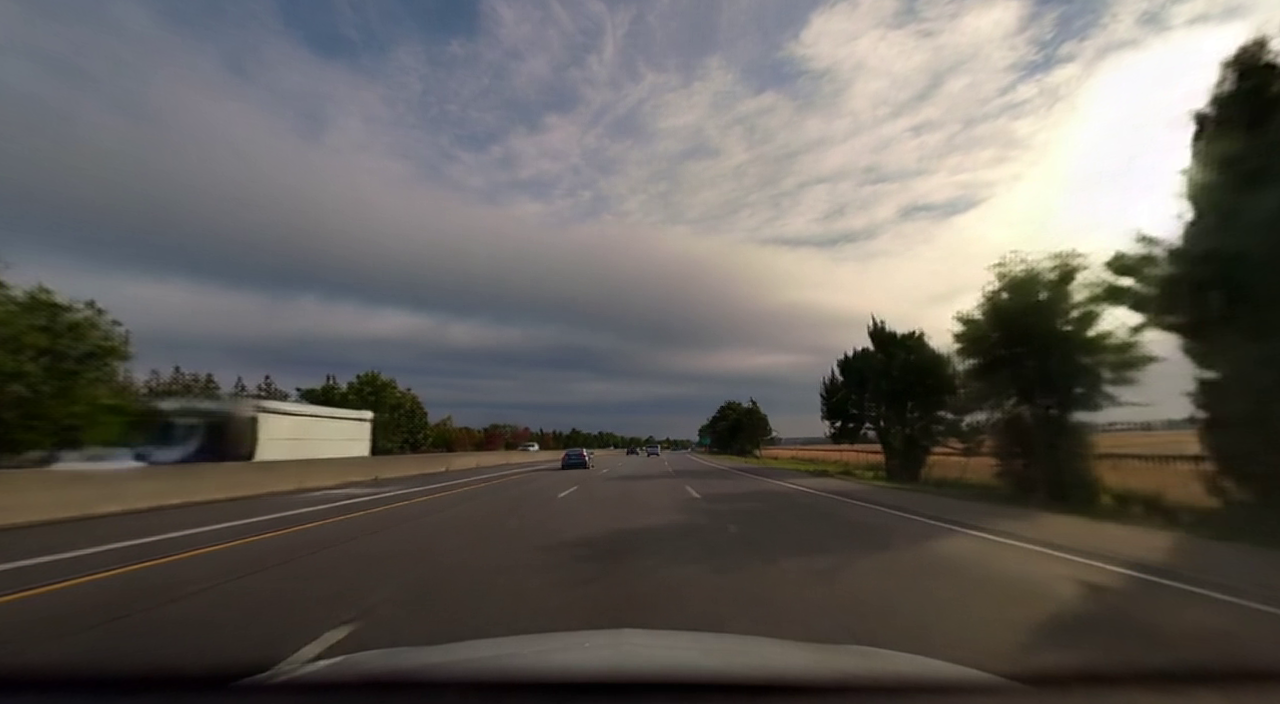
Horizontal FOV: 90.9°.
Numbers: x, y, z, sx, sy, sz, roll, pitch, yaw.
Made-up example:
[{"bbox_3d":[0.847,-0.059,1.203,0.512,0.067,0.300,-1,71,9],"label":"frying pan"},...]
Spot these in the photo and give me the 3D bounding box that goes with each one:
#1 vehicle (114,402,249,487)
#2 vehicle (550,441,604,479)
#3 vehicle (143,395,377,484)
[{"bbox_3d":[-19.786,4.025,27.428,3.344,3.469,2.977,0,-9,1],"label":"vehicle"},{"bbox_3d":[-2.809,4.945,29.021,1.959,1.571,4.313,0,-9,2],"label":"vehicle"},{"bbox_3d":[-19.679,4.961,34.932,3.557,3.870,14.807,0,-9,1],"label":"vehicle"}]
